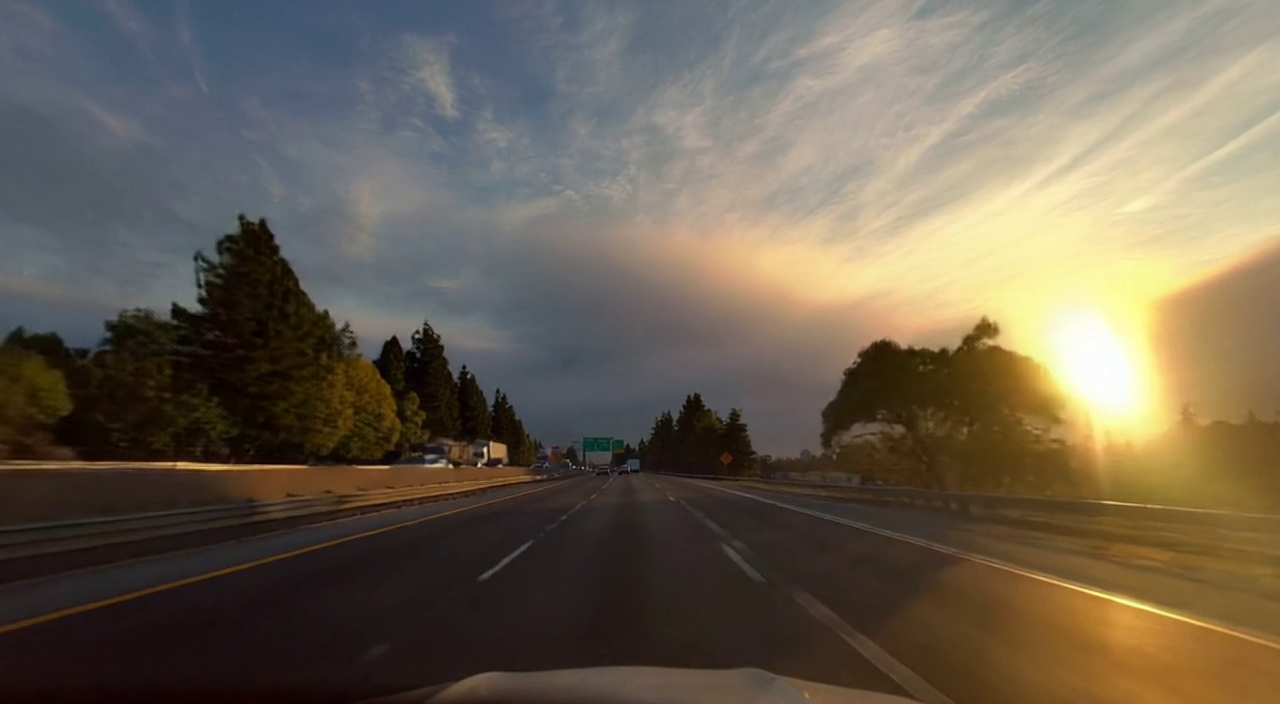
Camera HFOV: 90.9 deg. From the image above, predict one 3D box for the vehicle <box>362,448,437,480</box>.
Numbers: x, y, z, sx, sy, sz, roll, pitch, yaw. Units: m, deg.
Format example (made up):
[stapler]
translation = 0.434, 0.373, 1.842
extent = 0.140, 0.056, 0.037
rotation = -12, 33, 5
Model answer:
[vehicle]
translation = -12.301, 5.812, 32.561
extent = 1.997, 1.514, 4.668
rotation = 1, -10, 0
